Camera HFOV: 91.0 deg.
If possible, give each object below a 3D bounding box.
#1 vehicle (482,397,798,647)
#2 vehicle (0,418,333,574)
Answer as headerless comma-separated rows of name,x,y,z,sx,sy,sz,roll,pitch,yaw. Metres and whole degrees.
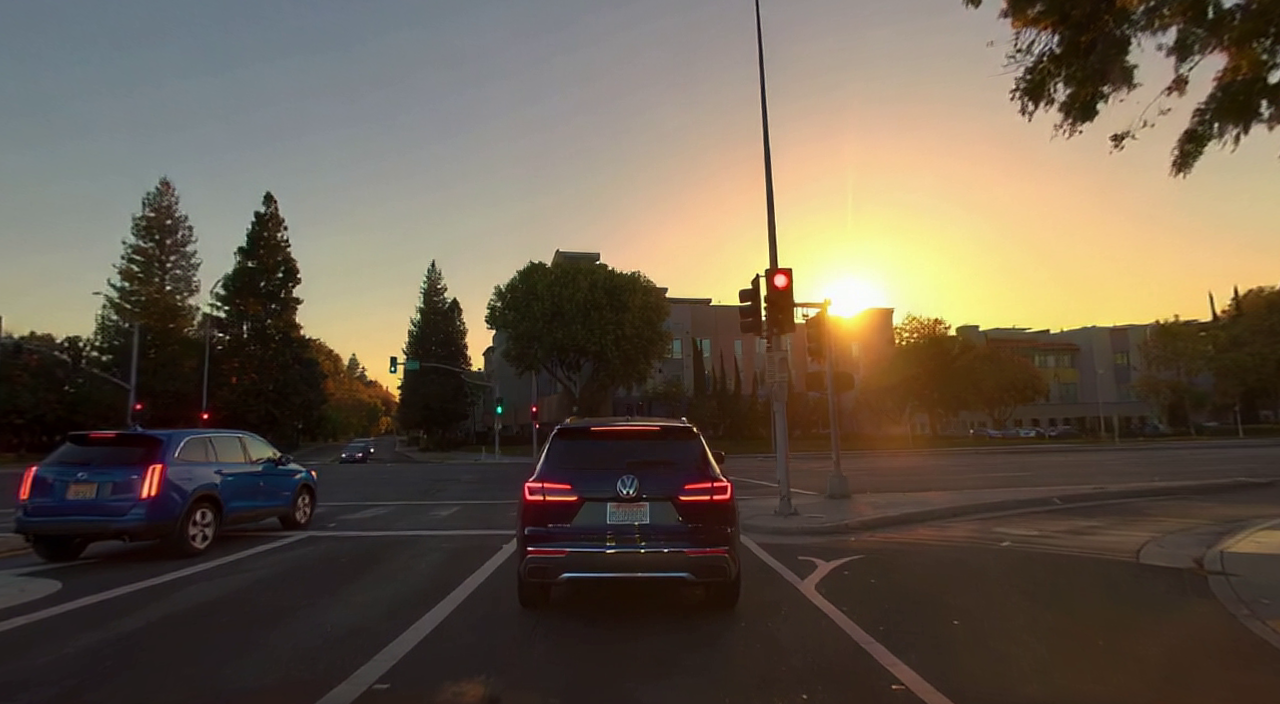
vehicle,-0.145,1.458,6.441,2.154,1.670,4.140,0,-9,-5
vehicle,-6.393,1.900,9.110,2.020,1.695,4.187,1,-9,-5
